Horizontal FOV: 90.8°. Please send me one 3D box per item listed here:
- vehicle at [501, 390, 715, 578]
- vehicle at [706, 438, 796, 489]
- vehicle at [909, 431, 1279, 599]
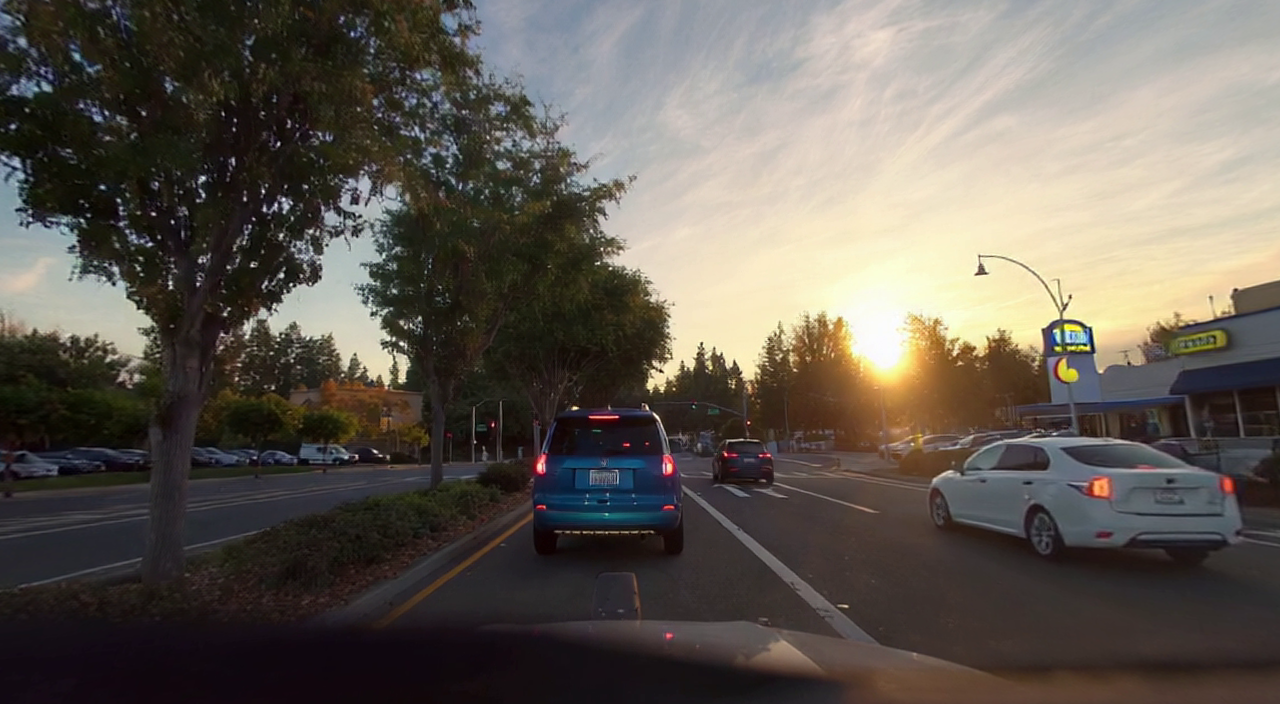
[{"bbox_3d":[-0.290,1.650,8.647,2.096,1.837,4.687,0,-9,1],"label":"vehicle"},{"bbox_3d":[3.685,3.795,21.950,2.098,1.555,4.778,0,-9,-2],"label":"vehicle"},{"bbox_3d":[5.392,1.806,8.025,1.930,1.478,4.643,0,-9,1],"label":"vehicle"}]
